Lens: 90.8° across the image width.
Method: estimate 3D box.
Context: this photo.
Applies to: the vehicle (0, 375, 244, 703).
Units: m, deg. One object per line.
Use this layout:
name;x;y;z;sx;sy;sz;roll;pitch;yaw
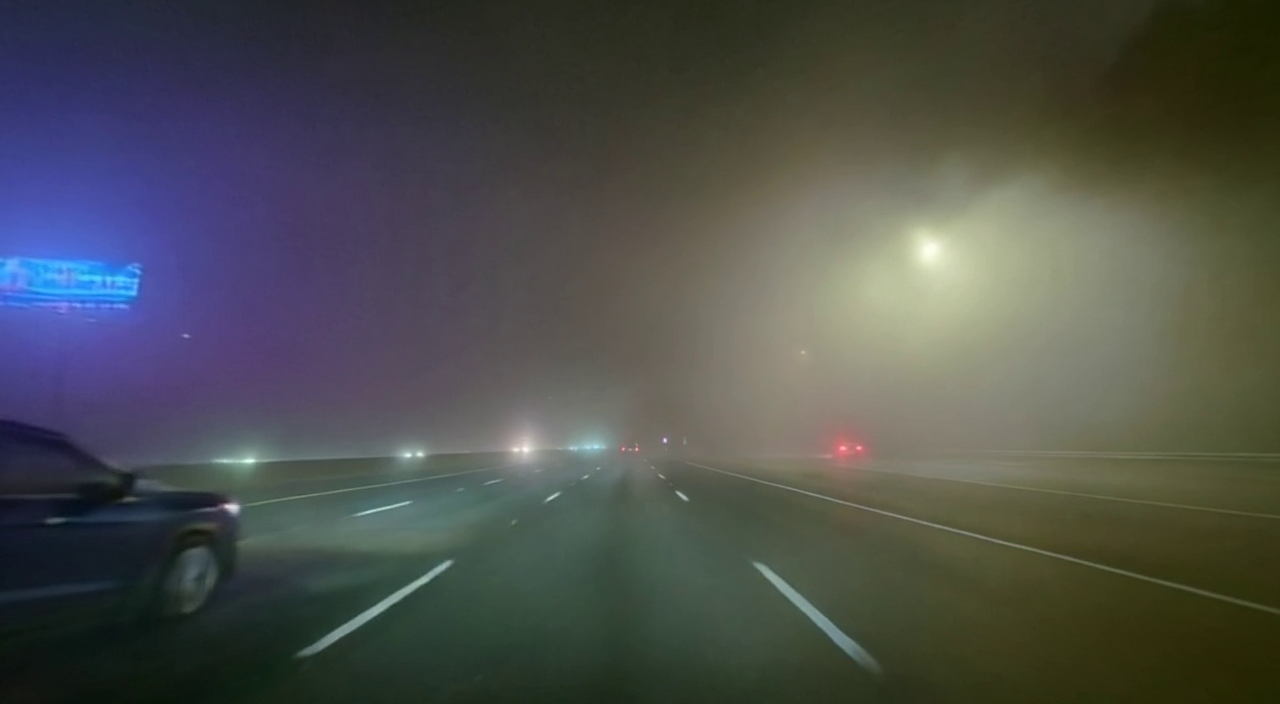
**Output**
vehicle;-4.298;0.924;2.758;2.102;1.727;4.704;0;-9;-1
